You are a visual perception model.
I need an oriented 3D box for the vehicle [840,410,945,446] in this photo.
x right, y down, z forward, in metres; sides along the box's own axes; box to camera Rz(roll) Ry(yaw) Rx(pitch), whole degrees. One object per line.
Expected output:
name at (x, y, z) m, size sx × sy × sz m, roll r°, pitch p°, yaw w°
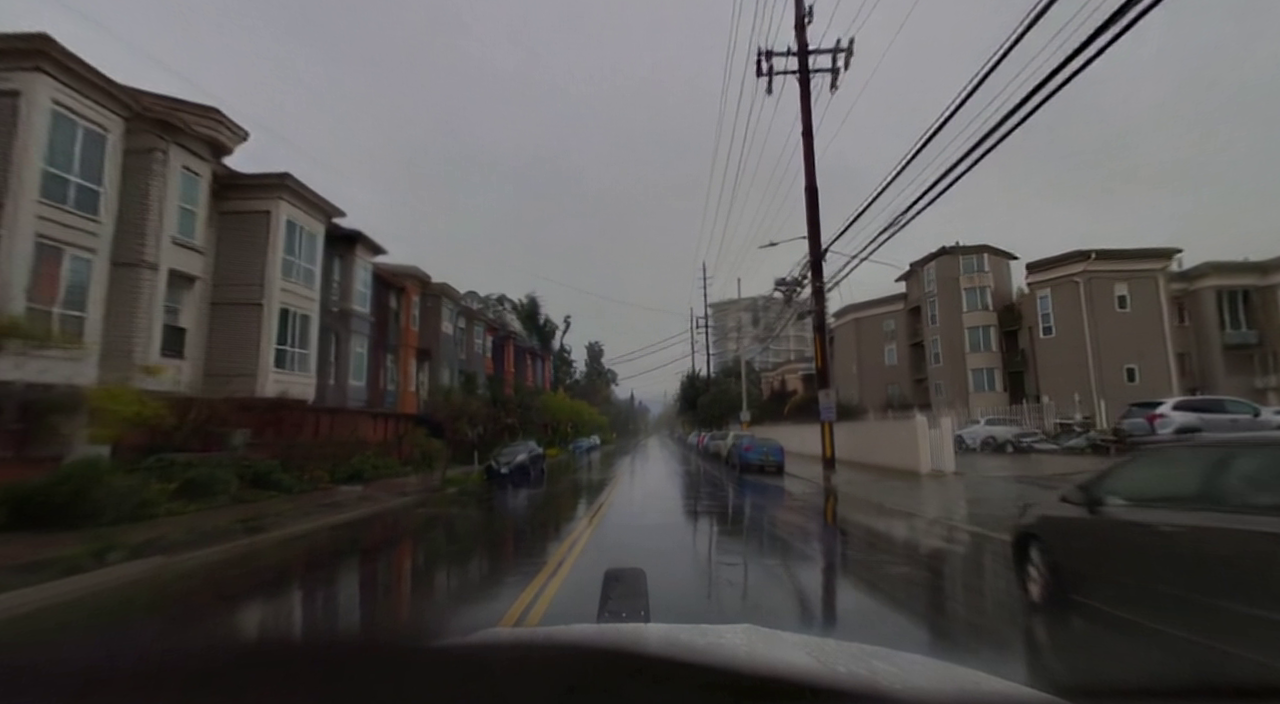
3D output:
vehicle at (14.088, 4.341, 35.639) m, size 2.152 × 1.875 × 5.778 m, roll 3°, pitch -8°, yaw -19°

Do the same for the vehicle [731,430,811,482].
vehicle at (4.397, 3.546, 21.789) m, size 1.914 × 1.591 × 3.892 m, roll 0°, pitch -8°, yaw 0°

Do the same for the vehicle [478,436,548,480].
vehicle at (-5.175, 4.353, 26.338) m, size 1.913 × 1.672 × 4.267 m, roll 0°, pitch -8°, yaw 2°

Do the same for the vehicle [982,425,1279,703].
vehicle at (3.821, 1.059, 2.869) m, size 1.928 × 1.440 × 4.738 m, roll 0°, pitch -8°, yaw 1°
